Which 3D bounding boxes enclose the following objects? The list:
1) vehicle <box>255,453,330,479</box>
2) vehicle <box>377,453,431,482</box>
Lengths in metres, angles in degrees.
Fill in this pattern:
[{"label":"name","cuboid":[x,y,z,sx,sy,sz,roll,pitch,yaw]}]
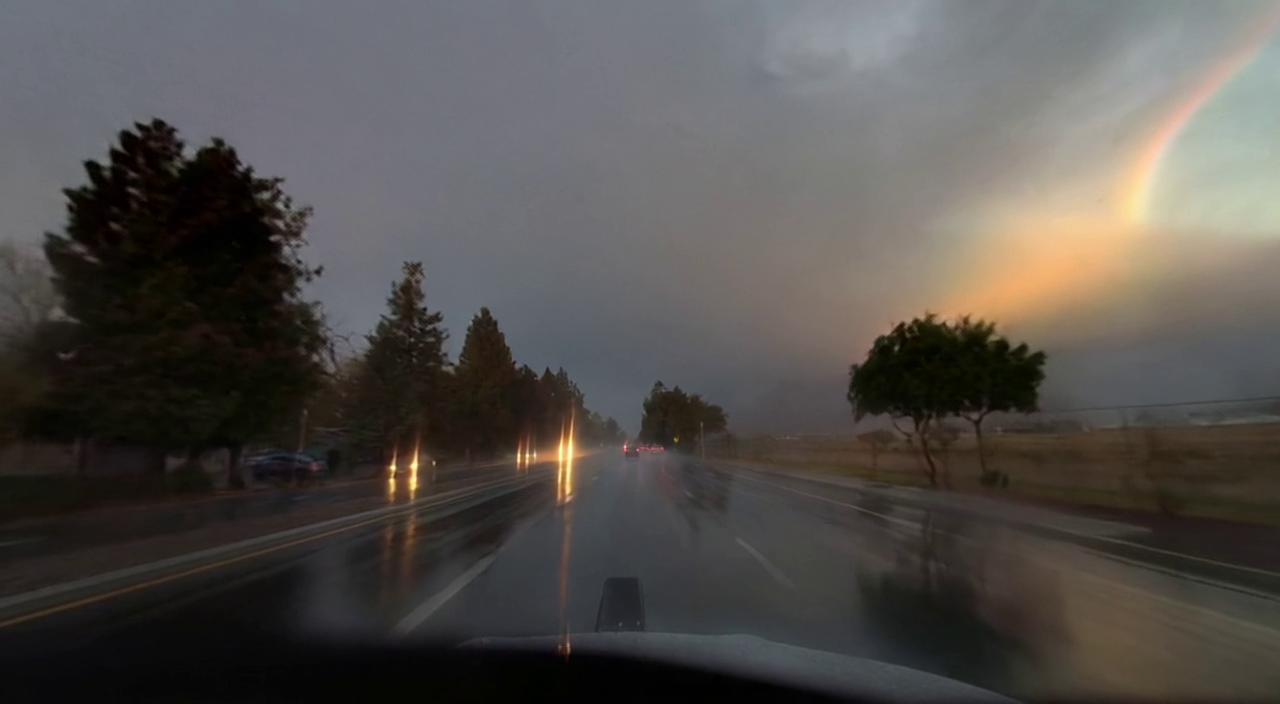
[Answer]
[{"label":"vehicle","cuboid":[-21.509,7.049,39.365,1.916,1.482,4.789,0,-9,1]},{"label":"vehicle","cuboid":[-14.745,7.169,39.630,1.896,1.486,4.285,-4,-8,-2]}]
